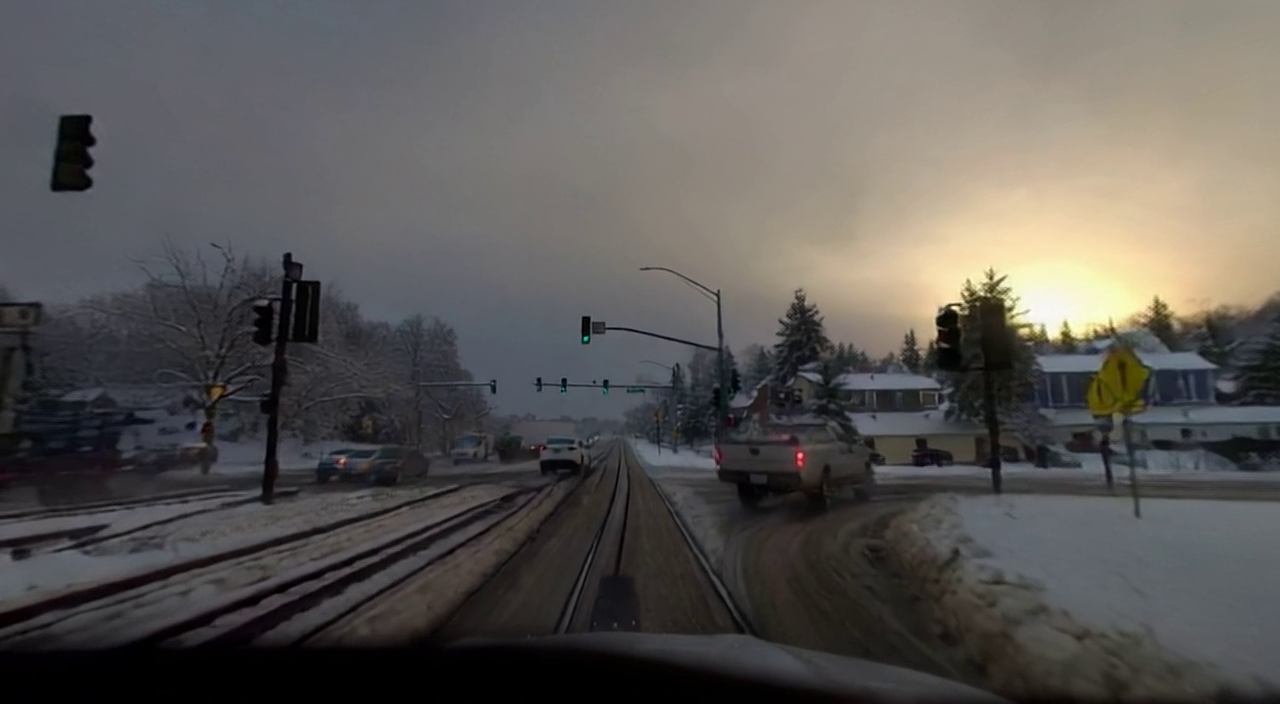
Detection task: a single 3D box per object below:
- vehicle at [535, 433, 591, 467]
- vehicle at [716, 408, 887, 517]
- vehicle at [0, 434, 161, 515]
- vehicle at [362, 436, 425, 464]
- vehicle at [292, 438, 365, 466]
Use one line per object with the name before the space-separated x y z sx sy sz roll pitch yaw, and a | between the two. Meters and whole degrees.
vehicle | -3.577 4.633 30.207 2.004 1.482 4.799 0 -8 1
vehicle | 3.828 2.352 14.158 2.404 1.926 5.251 -4 -9 28
vehicle | -12.922 2.499 13.369 2.027 1.482 4.711 0 -8 -2
vehicle | -13.919 5.542 35.923 1.864 1.456 4.409 0 -8 -1
vehicle | -17.687 5.658 36.114 1.908 1.482 4.621 0 -8 -1
